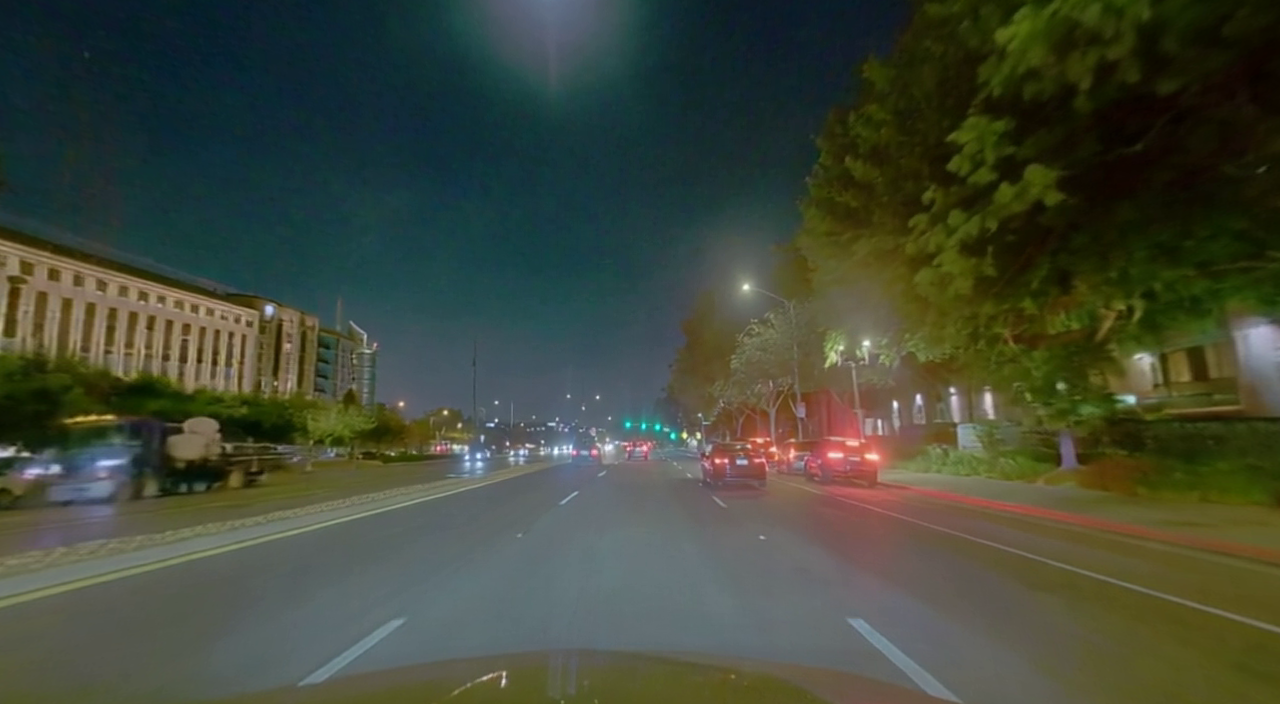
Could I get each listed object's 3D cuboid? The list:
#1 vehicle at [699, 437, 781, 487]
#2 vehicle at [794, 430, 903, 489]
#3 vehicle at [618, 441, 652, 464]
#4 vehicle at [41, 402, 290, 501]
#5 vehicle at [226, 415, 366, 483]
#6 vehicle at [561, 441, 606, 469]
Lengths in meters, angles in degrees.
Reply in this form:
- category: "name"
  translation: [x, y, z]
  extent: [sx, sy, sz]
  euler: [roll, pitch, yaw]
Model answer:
- category: "vehicle"
  translation: [3.235, 3.672, 21.377]
  extent: [1.990, 1.486, 4.431]
  euler: [0, -8, -1]
- category: "vehicle"
  translation: [6.906, 3.601, 21.488]
  extent: [2.023, 1.758, 4.795]
  euler: [0, -8, -1]
- category: "vehicle"
  translation: [-0.300, 6.656, 41.892]
  extent: [2.101, 1.480, 3.929]
  euler: [0, -8, 0]
- category: "vehicle"
  translation: [-19.112, 4.139, 26.683]
  extent: [2.995, 3.396, 9.534]
  euler: [0, -8, 1]
- category: "vehicle"
  translation: [-19.031, 5.479, 35.829]
  extent: [2.780, 3.339, 8.934]
  euler: [0, -8, 1]
- category: "vehicle"
  translation: [-3.134, 5.793, 35.656]
  extent: [2.082, 1.467, 4.379]
  euler: [0, -8, 1]
